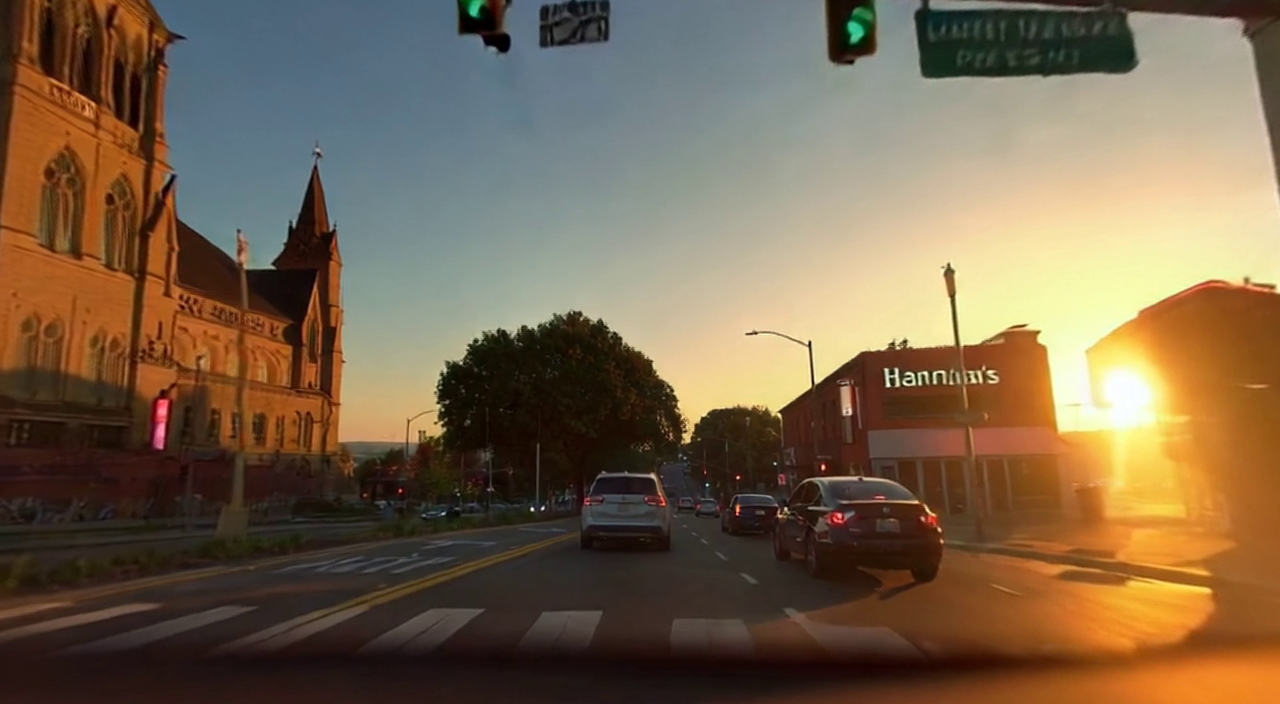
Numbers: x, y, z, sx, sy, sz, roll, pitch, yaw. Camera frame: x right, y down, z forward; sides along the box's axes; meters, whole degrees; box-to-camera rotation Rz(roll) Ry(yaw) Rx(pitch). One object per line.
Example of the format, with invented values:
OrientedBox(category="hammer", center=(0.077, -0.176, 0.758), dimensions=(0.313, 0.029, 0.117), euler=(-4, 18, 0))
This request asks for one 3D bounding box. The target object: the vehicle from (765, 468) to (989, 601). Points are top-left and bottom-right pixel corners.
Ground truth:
OrientedBox(category="vehicle", center=(3.323, 2.626, 9.955), dimensions=(1.883, 1.472, 4.471), euler=(0, -9, 1))

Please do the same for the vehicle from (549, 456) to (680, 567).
OrientedBox(category="vehicle", center=(-0.408, 3.004, 12.654), dimensions=(2.168, 1.776, 4.135), euler=(0, -9, 0))

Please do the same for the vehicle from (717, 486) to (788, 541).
OrientedBox(category="vehicle", center=(3.879, 5.642, 22.423), dimensions=(1.890, 1.491, 4.166), euler=(0, -9, 2))

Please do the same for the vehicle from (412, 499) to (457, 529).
OrientedBox(category="vehicle", center=(-15.754, 12.407, 48.684), dimensions=(1.901, 1.532, 4.733), euler=(-1, -6, 1))
